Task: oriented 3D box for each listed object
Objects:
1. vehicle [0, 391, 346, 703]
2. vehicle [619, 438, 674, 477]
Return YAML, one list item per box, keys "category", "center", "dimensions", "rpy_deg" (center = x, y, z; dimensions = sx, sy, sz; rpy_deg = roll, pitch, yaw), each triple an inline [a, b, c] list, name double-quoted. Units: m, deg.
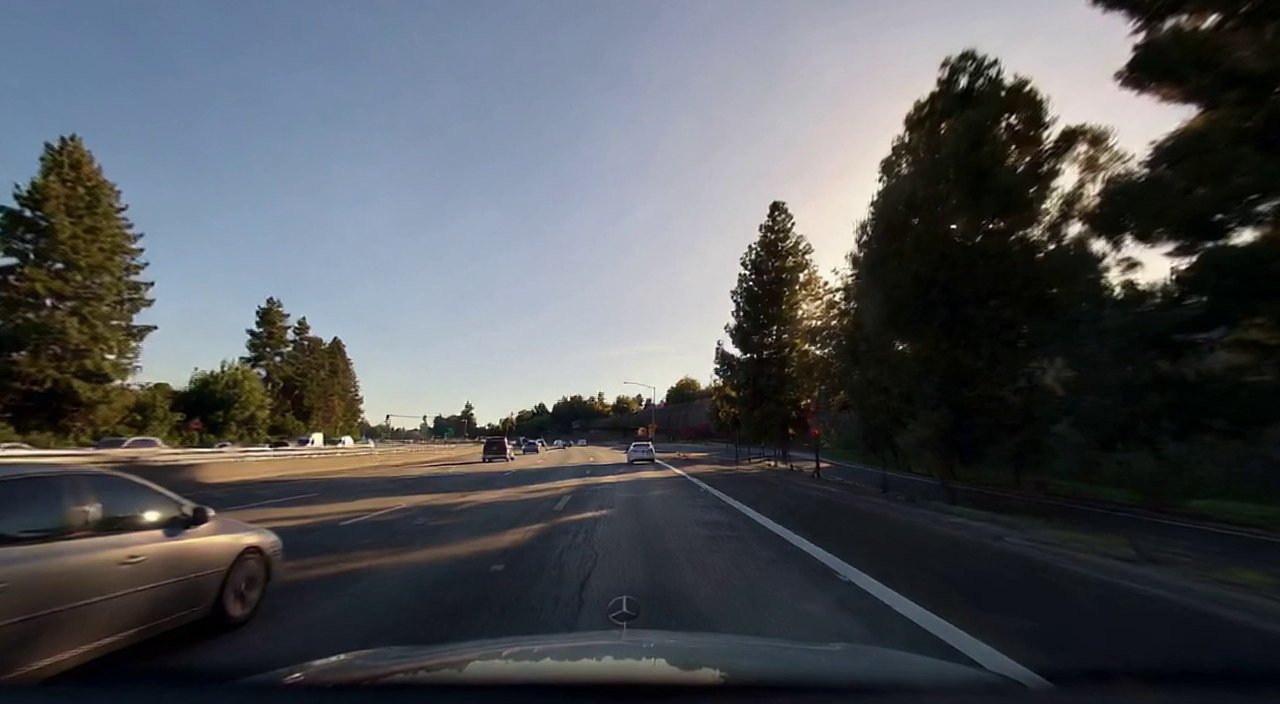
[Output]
- category: "vehicle"
  center: [-3.505, 0.929, 2.461]
  dimensions: [2.246, 1.519, 4.980]
  rpy_deg: [0, -9, 1]
- category: "vehicle"
  center: [0.176, 4.284, 25.792]
  dimensions: [2.051, 1.444, 3.927]
  rpy_deg: [0, -9, -2]
